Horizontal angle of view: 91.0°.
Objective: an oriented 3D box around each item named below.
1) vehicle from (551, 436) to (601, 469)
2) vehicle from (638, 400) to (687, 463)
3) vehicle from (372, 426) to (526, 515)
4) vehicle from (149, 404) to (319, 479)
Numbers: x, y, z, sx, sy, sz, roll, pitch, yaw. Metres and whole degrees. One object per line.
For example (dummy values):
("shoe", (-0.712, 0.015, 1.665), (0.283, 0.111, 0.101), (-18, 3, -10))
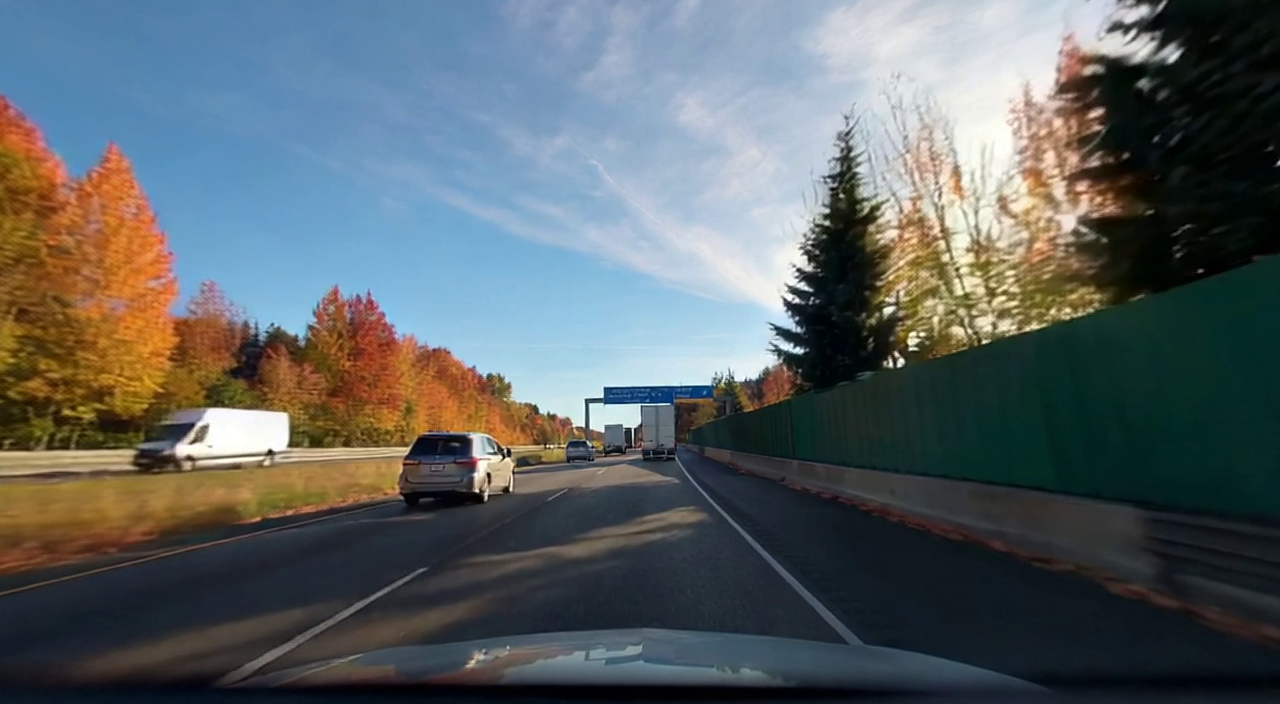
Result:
("vehicle", (-3.230, 5.192, 32.582), (1.962, 1.575, 4.158), (0, -8, 2))
("vehicle", (1.499, 5.500, 42.768), (2.933, 3.701, 10.425), (0, -8, 2))
("vehicle", (-3.748, 2.377, 13.152), (1.927, 1.556, 3.921), (0, -8, 1))
("vehicle", (-22.421, 5.098, 35.862), (3.009, 3.625, 10.321), (0, -8, -2))
